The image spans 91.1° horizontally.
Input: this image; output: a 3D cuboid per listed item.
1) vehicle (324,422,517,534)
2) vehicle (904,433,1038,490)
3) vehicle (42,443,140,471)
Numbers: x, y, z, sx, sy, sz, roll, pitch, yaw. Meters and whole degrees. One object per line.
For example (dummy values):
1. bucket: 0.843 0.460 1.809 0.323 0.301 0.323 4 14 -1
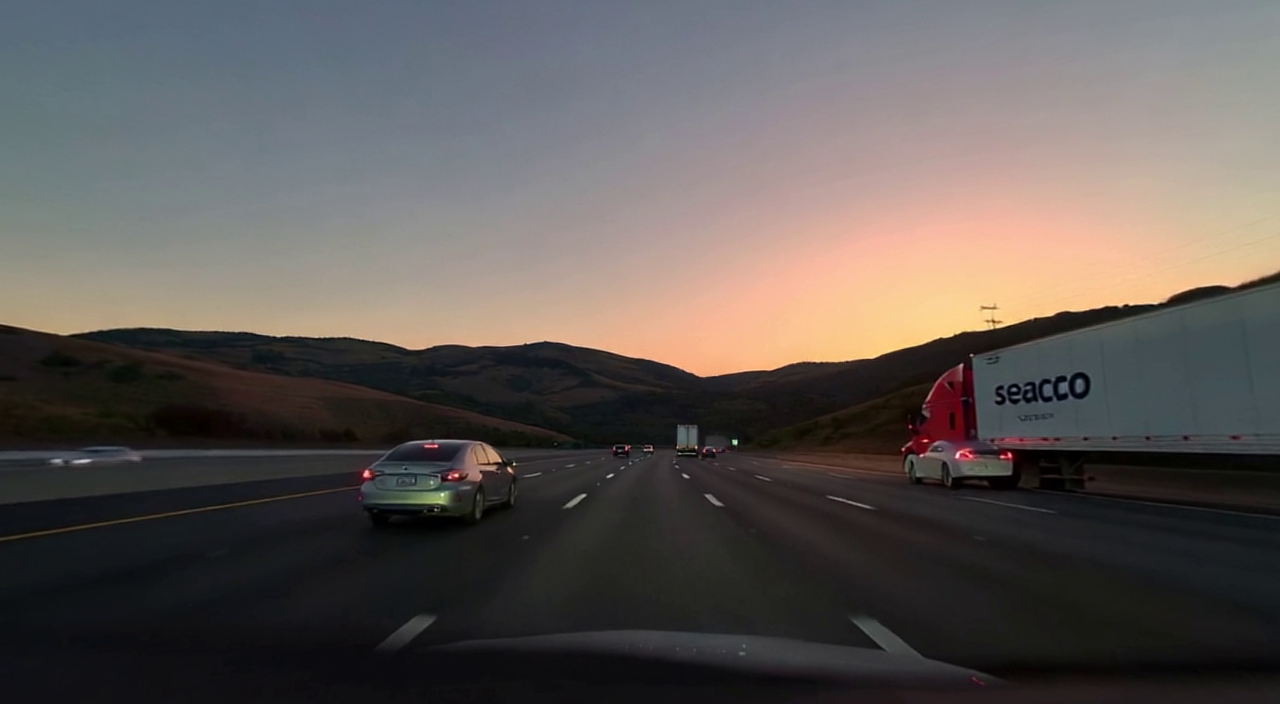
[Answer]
1. vehicle: -3.595 2.136 11.155 1.967 1.615 3.886 0 -8 1
2. vehicle: 11.145 3.701 21.601 2.062 1.736 4.589 0 -9 0
3. vehicle: -33.462 6.381 38.447 1.925 1.605 4.404 0 -9 2
